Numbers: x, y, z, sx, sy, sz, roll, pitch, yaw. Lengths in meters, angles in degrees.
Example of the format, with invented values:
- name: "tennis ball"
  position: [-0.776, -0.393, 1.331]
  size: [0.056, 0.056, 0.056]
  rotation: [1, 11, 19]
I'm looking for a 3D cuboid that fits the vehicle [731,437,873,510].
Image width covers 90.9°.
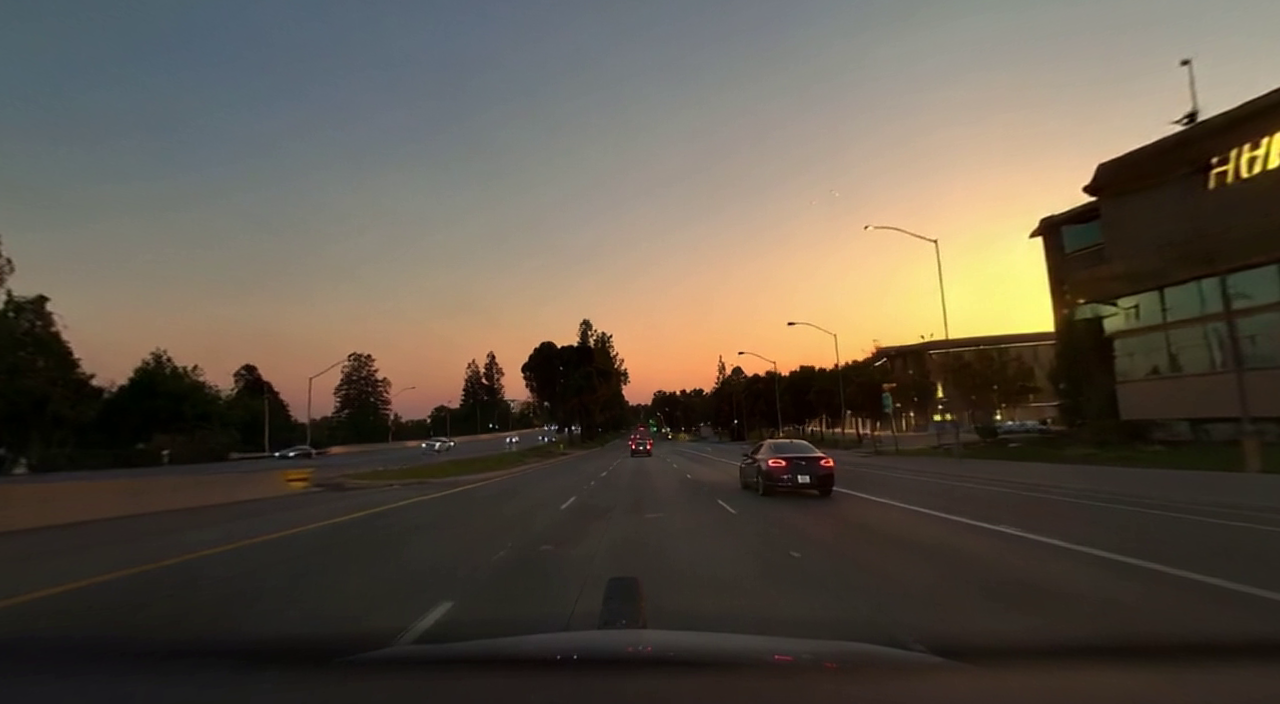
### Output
- name: "vehicle"
  position: [3.562, 2.740, 14.793]
  size: [2.069, 1.431, 4.313]
  rotation: [0, -8, -2]
